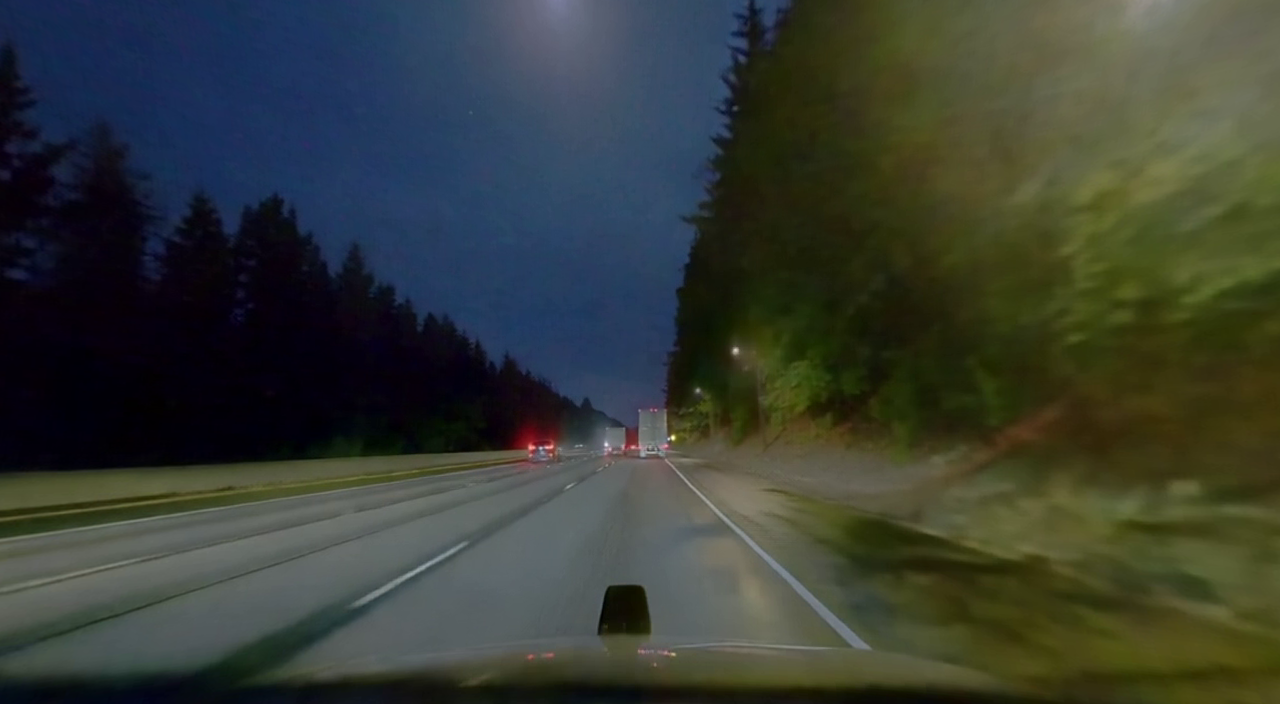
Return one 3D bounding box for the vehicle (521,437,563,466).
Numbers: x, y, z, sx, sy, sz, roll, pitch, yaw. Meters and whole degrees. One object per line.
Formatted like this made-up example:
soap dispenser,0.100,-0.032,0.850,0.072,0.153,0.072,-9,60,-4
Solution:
vehicle,-6.827,6.972,44.437,2.149,1.884,4.627,0,-8,2
